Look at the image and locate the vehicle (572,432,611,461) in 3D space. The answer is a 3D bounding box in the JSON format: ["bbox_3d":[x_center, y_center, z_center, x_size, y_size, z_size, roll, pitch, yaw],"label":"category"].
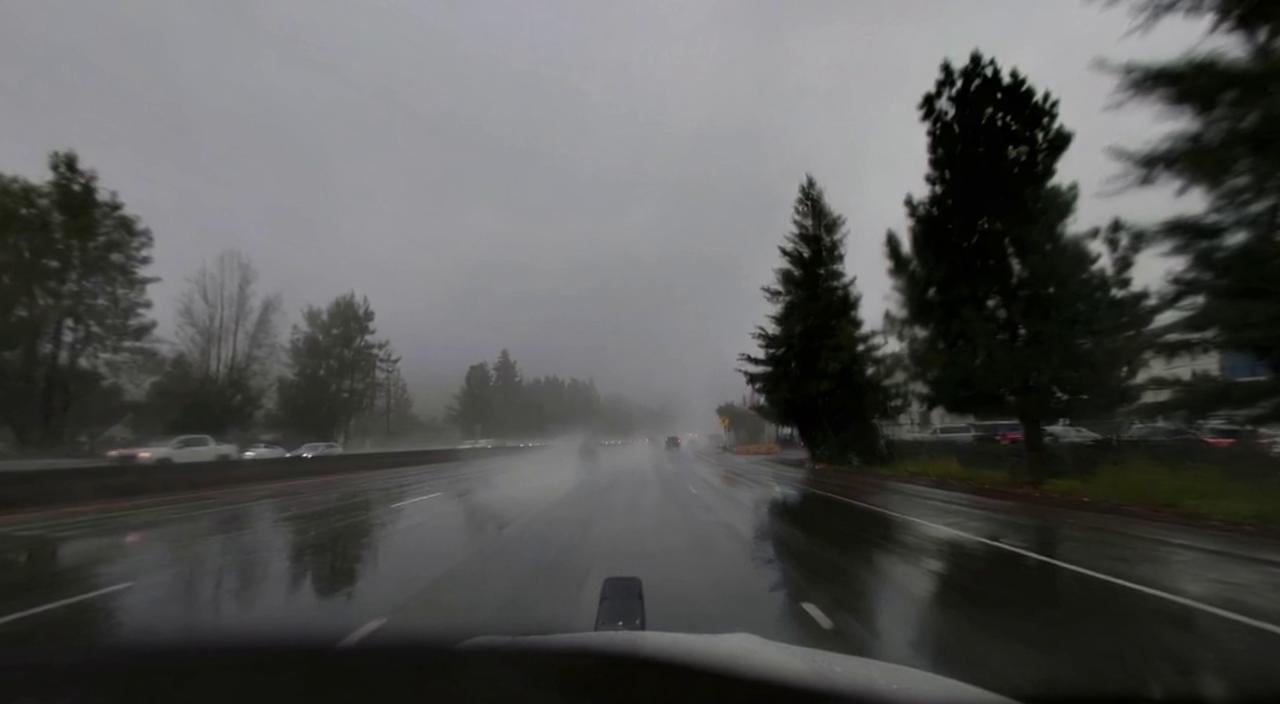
[{"bbox_3d":[-3.180,6.328,42.266,2.139,1.782,4.079,-1,-8,2],"label":"vehicle"}]

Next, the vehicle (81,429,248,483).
[{"bbox_3d":[-19.513,4.307,26.440,2.437,1.982,5.756,0,-8,1],"label":"vehicle"}]

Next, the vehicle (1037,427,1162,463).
[{"bbox_3d":[21.577,4.438,29.855,4.503,1.448,1.819,-8,-12,34],"label":"vehicle"}]

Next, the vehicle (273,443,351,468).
[{"bbox_3d":[-20.441,6.452,39.610,2.174,1.458,4.566,-1,-8,5],"label":"vehicle"}]
